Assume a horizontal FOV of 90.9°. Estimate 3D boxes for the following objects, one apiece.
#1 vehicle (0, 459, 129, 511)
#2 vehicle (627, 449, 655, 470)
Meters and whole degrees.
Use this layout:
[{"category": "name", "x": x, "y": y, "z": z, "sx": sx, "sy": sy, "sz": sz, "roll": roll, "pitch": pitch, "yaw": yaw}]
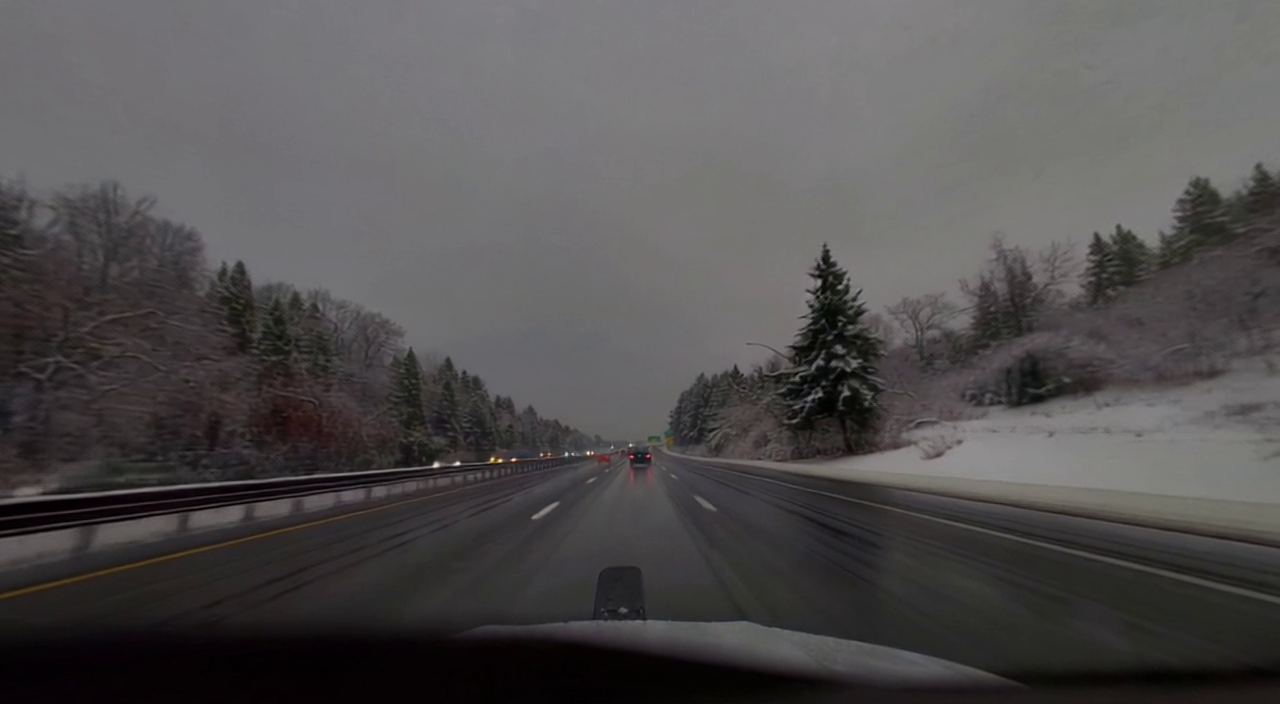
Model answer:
[{"category": "vehicle", "x": -19.983, "y": 4.369, "z": 21.141, "sx": 1.826, "sy": 1.477, "sz": 4.521, "roll": 0, "pitch": -9, "yaw": 1}, {"category": "vehicle", "x": 0.058, "y": 8.094, "z": 47.612, "sx": 1.964, "sy": 1.483, "sz": 4.016, "roll": 0, "pitch": -9, "yaw": -1}]
